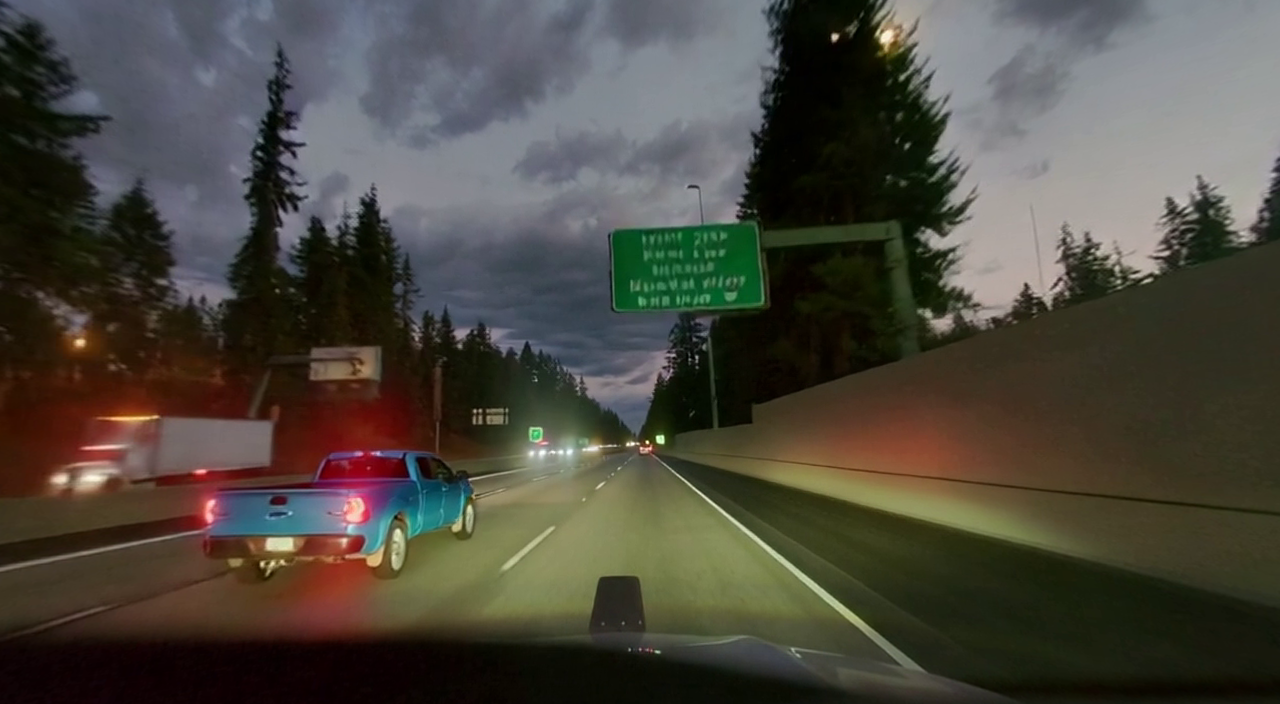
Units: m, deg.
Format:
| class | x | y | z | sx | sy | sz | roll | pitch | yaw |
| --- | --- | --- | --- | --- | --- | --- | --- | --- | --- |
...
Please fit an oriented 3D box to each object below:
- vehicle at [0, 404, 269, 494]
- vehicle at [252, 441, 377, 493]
| class | x | y | z | sx | sy | sz | roll | pitch | yaw |
| --- | --- | --- | --- | --- | --- | --- | --- | --- | --- |
| vehicle | -21.759 | 4.336 | 28.541 | 3.101 | 3.238 | 10.911 | -1 | -8 | 1 |
| vehicle | -11.819 | 4.192 | 23.390 | 2.059 | 1.620 | 4.823 | -2 | -9 | 0 |
